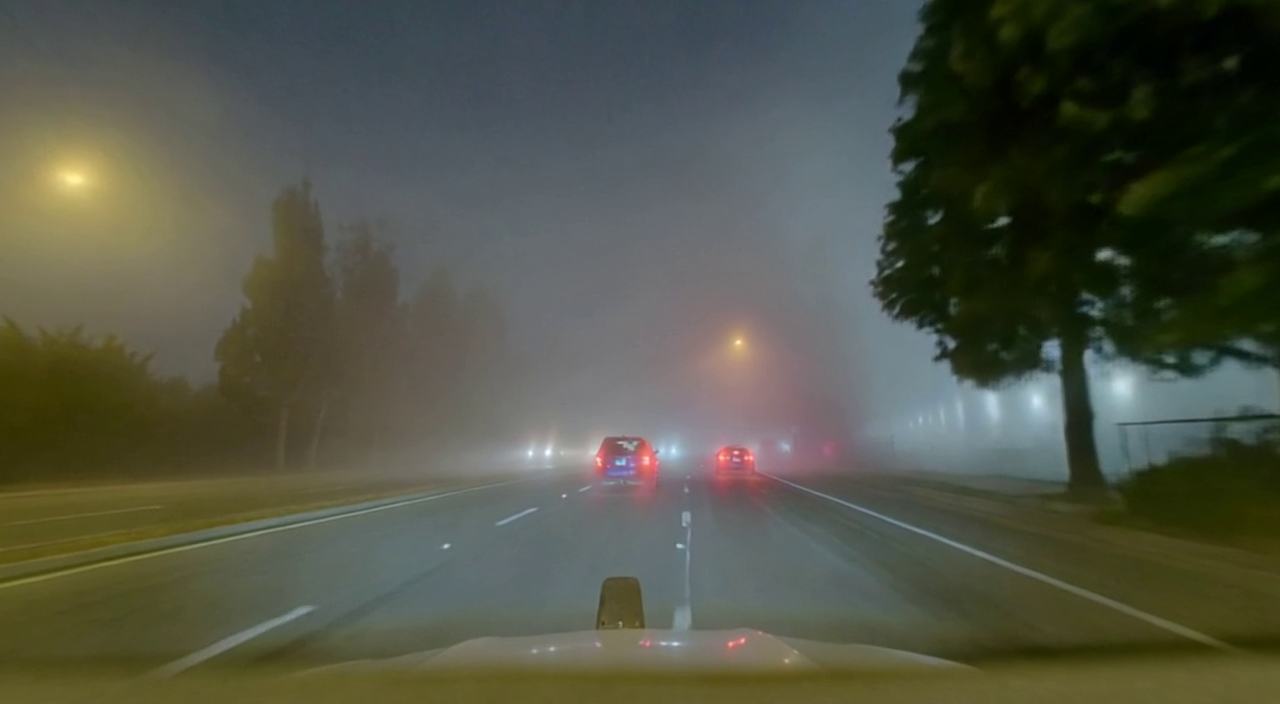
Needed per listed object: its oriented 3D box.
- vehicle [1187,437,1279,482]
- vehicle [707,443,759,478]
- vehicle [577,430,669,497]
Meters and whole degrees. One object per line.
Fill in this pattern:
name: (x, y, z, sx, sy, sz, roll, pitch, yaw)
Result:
vehicle: (21.415, 3.810, 22.701, 4.404, 1.469, 1.947, 7, -11, -42)
vehicle: (4.112, 4.850, 28.486, 2.147, 1.474, 4.083, -1, -9, 6)
vehicle: (-0.340, 3.206, 18.496, 2.105, 1.676, 4.541, -1, -9, 6)
